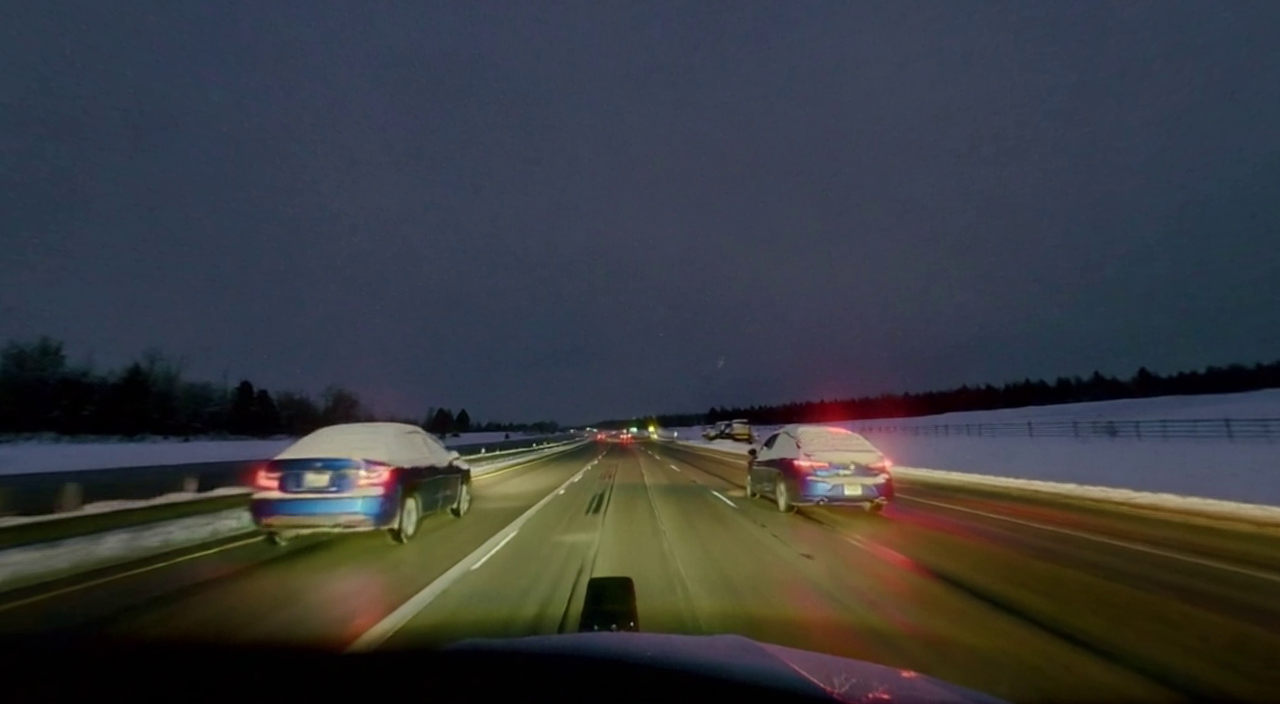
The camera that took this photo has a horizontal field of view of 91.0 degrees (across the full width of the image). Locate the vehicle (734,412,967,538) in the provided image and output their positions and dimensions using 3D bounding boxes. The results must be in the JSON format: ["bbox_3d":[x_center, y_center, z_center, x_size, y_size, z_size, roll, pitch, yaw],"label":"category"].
[{"bbox_3d":[3.152,1.947,10.601,2.349,1.651,4.161,0,-8,-2],"label":"vehicle"}]

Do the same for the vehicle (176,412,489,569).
[{"bbox_3d":[-3.751,1.759,8.825,2.206,1.604,4.374,0,-8,-1],"label":"vehicle"}]
